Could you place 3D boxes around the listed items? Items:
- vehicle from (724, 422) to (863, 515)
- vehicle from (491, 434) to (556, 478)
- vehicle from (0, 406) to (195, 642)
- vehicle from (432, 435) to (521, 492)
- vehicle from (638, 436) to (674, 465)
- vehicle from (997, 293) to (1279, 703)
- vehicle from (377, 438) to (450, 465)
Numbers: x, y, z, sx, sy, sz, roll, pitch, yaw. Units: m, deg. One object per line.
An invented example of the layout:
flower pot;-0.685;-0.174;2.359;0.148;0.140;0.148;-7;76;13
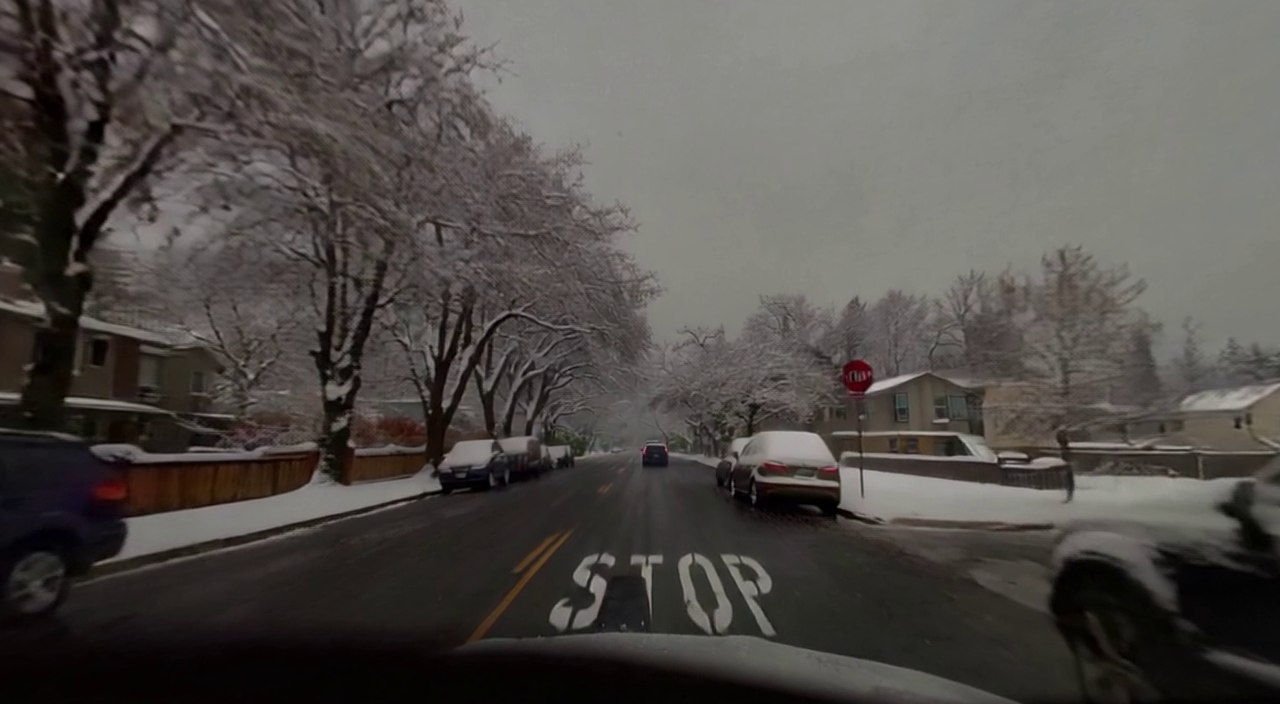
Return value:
vehicle;3.310;2.606;14.710;1.970;1.801;4.721;0;-8;-1
vehicle;-4.968;4.481;27.457;1.899;1.615;4.624;-4;-8;0
vehicle;-5.667;1.205;4.253;2.007;1.709;4.502;0;-8;0
vehicle;-5.279;3.622;20.935;1.955;1.659;4.324;1;-8;-3
vehicle;0.978;6.228;40.119;2.172;1.722;4.201;0;-8;1
vehicle;3.042;0.600;1.056;2.117;1.807;4.964;0;-8;2
vehicle;-17.127;7.526;47.804;4.801;1.688;2.241;-2;-5;-2
